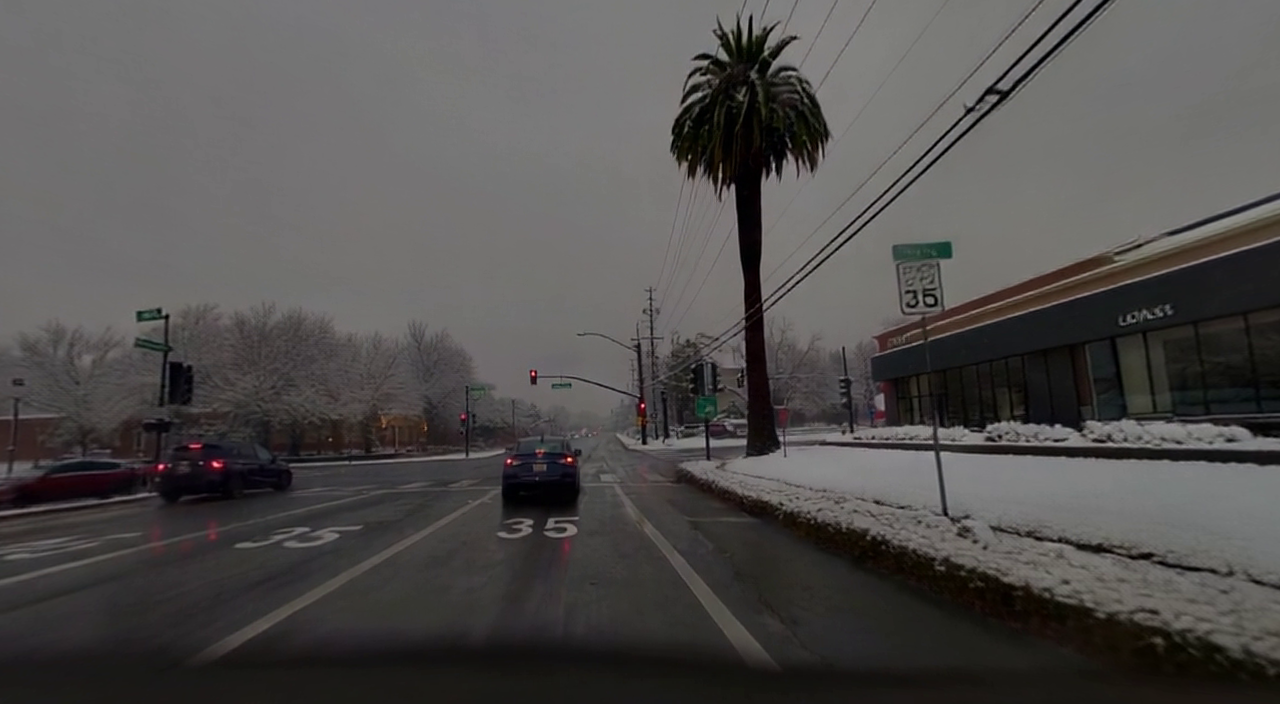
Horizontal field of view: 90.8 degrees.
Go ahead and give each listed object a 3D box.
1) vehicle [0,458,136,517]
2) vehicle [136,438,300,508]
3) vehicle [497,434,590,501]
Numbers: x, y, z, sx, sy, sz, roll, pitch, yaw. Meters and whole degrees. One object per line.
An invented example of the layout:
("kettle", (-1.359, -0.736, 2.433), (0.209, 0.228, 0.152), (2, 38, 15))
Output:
("vehicle", (-18.054, 4.036, 19.279), (1.879, 1.496, 4.510), (0, -8, -4))
("vehicle", (-12.513, 3.566, 19.225), (2.050, 1.811, 4.752), (1, -8, -5))
("vehicle", (-2.405, 2.928, 16.458), (2.063, 1.474, 4.334), (1, -8, -6))
